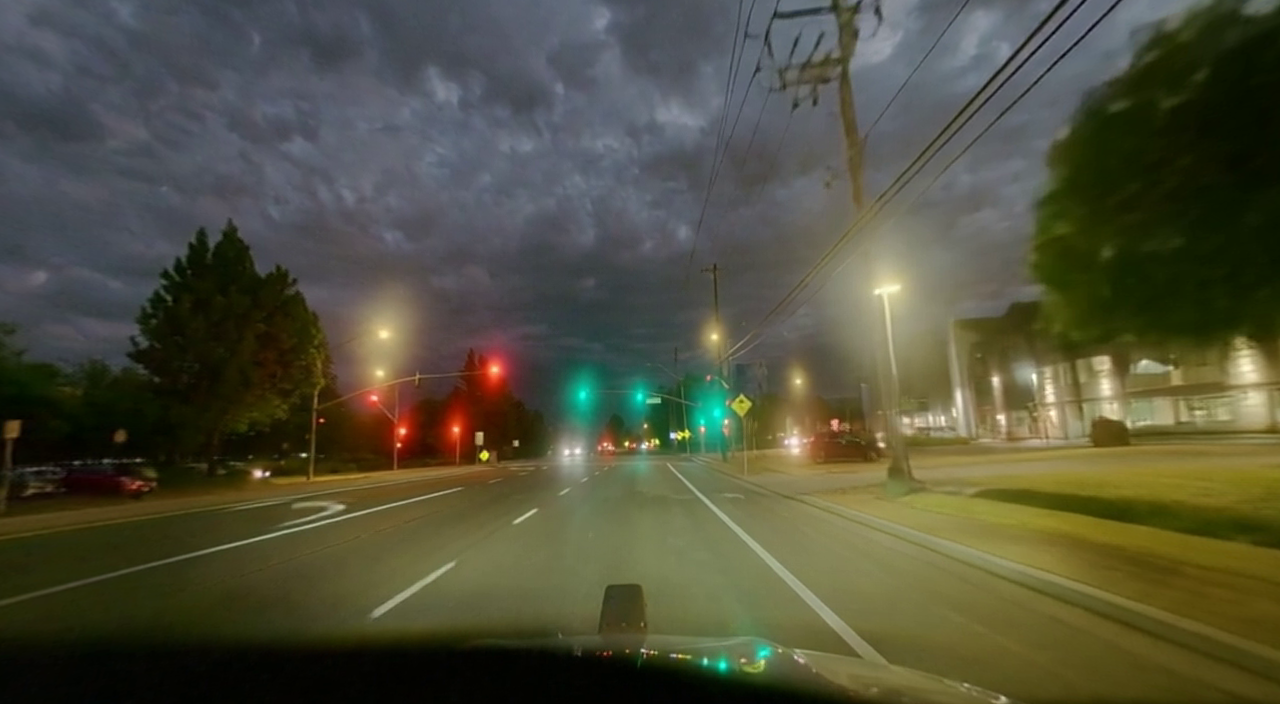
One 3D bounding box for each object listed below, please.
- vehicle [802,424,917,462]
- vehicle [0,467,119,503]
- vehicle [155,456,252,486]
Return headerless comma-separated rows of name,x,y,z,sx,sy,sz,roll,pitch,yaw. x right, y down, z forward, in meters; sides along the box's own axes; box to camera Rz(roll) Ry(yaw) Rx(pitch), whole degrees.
vehicle,10.528,4.381,30.497,4.765,1.738,2.101,0,-8,-3
vehicle,-26.440,5.937,28.320,4.362,1.435,1.978,-1,-8,2
vehicle,-26.903,7.321,38.961,4.451,1.724,1.988,0,-8,0
